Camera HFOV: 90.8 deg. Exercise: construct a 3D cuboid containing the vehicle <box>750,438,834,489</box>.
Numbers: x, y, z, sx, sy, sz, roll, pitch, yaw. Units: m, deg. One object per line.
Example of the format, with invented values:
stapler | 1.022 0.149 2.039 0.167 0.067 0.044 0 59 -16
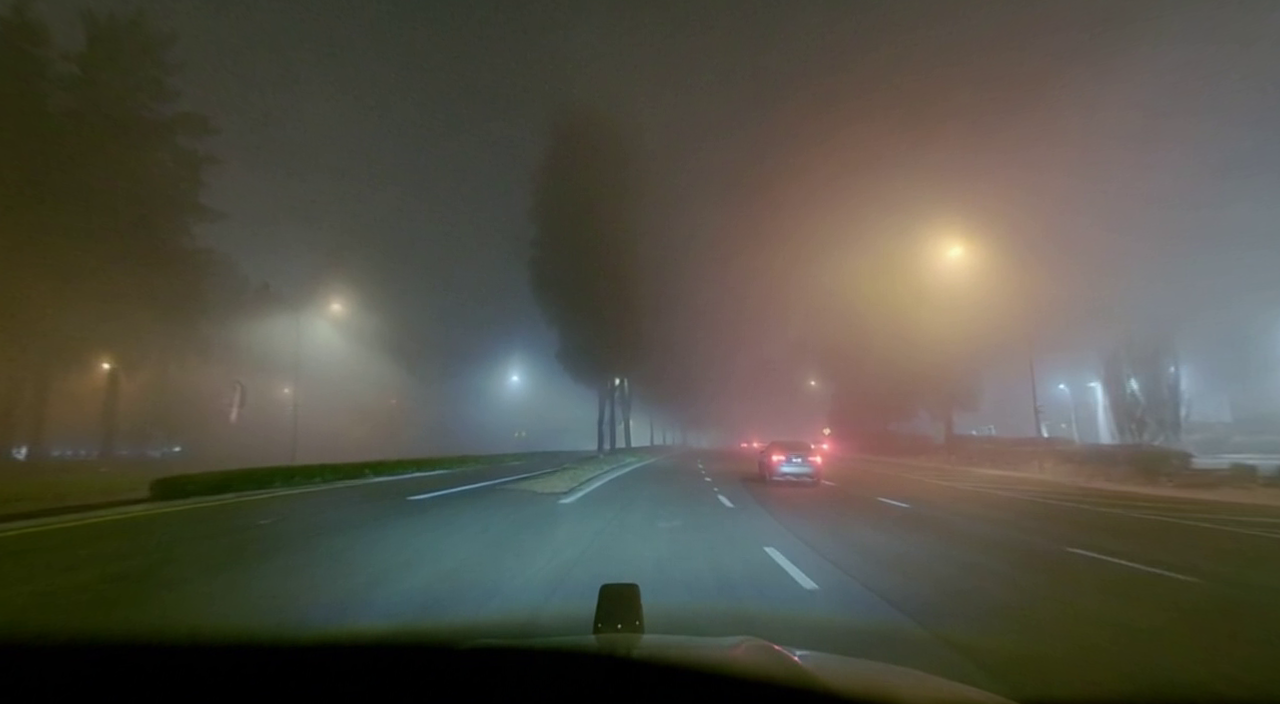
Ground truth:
vehicle | 4.898 3.641 20.990 1.928 1.481 4.453 -1 -8 4
